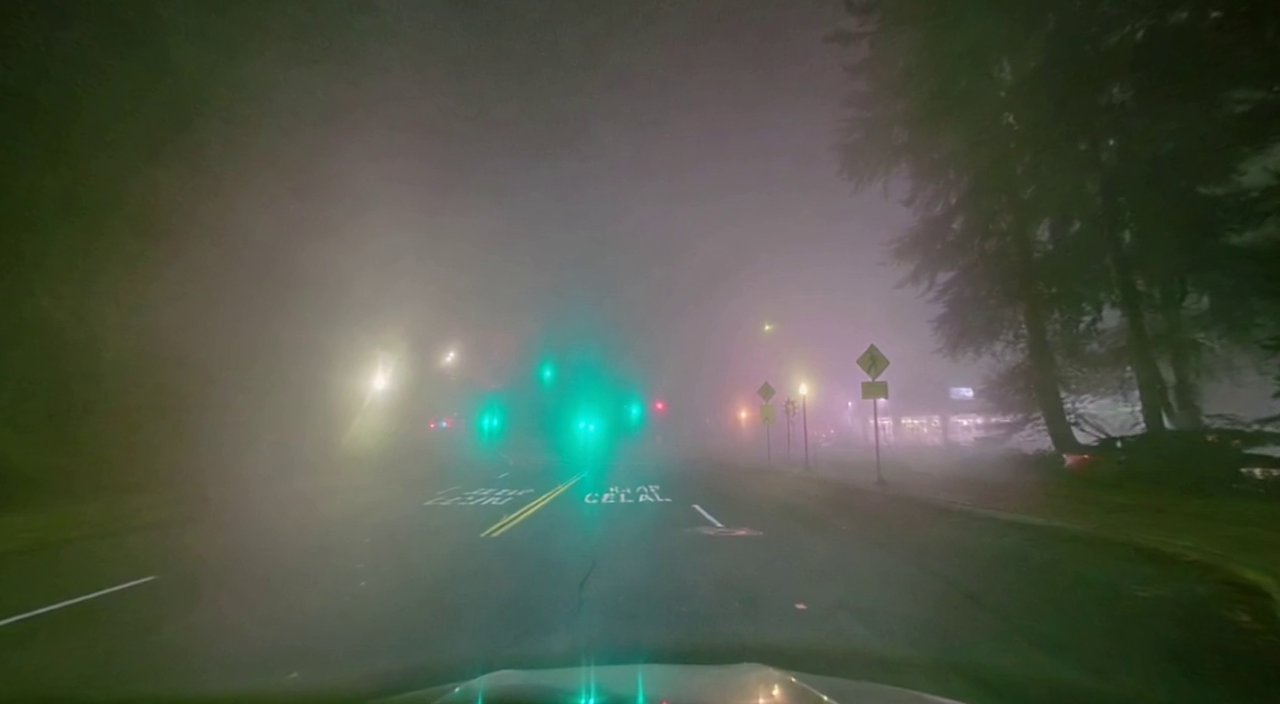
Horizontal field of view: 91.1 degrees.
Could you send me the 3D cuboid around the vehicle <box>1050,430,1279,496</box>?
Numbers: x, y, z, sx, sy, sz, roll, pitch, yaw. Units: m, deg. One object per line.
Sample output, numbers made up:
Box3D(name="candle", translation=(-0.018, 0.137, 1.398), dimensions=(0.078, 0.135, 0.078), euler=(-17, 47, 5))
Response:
Box3D(name="vehicle", translation=(13.044, 2.675, 15.349), dimensions=(4.484, 1.443, 2.094), euler=(-1, -9, 10))
